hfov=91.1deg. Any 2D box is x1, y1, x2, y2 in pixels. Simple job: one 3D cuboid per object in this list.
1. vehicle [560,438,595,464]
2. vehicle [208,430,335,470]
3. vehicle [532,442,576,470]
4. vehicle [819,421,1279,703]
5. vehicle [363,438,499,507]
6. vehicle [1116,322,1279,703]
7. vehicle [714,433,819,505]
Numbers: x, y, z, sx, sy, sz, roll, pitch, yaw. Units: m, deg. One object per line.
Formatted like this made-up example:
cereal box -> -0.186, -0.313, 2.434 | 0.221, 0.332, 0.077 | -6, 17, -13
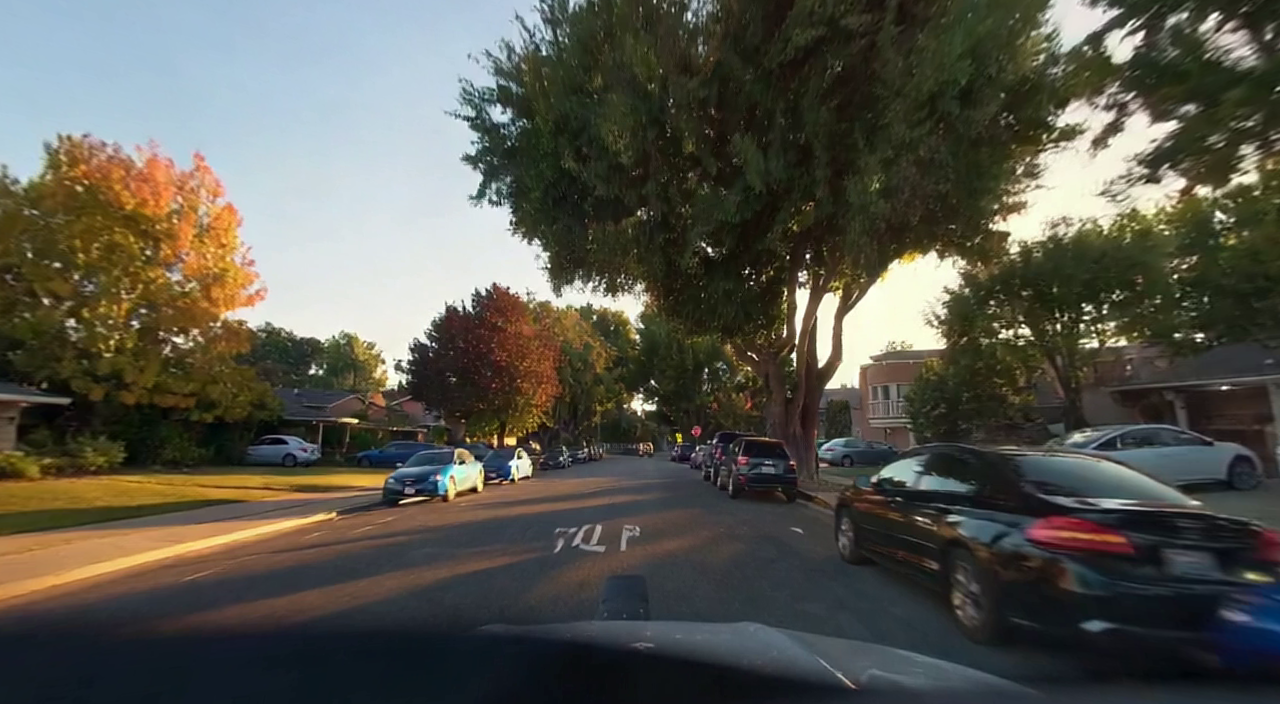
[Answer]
vehicle -> -4.818, 7.721, 49.099 | 2.162, 1.857, 4.758 | 2, -8, 0
vehicle -> -17.536, 4.690, 30.034 | 4.731, 1.817, 2.025 | 0, -8, 0
vehicle -> -5.267, 6.423, 39.048 | 1.872, 1.515, 4.535 | 1, -8, 2
vehicle -> 3.167, 1.445, 5.556 | 1.877, 1.496, 4.428 | 0, -8, 0
vehicle -> -5.444, 3.183, 17.136 | 1.899, 1.538, 4.611 | 2, -8, 3
vehicle -> 3.065, 0.530, 0.309 | 2.005, 1.745, 4.624 | 0, -8, 0
vehicle -> 3.164, 3.017, 16.719 | 1.914, 1.631, 4.558 | 0, -8, 1
